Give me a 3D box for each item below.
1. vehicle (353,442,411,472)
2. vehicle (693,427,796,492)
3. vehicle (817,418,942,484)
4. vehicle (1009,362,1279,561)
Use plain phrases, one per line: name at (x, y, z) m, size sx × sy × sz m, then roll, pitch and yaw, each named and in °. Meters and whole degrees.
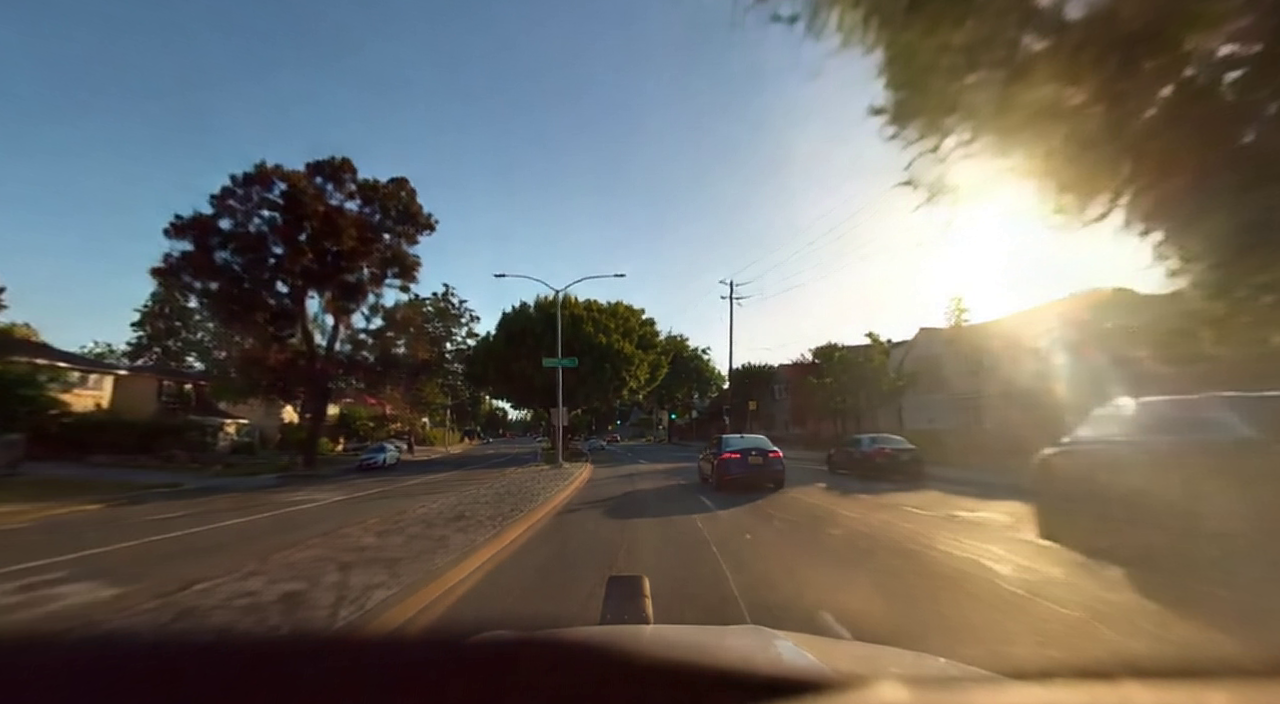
vehicle at (-15.099, 6.151, 37.161) m, size 1.949 × 1.642 × 4.376 m, roll 0°, pitch -8°, yaw -6°
vehicle at (2.640, 2.844, 17.005) m, size 1.960 × 1.479 × 4.086 m, roll 0°, pitch -8°, yaw -2°
vehicle at (6.648, 2.809, 18.058) m, size 2.008 × 1.614 × 4.369 m, roll -1°, pitch -8°, yaw 3°
vehicle at (7.039, 1.275, 7.663) m, size 2.065 × 1.861 × 4.704 m, roll 0°, pitch -8°, yaw -2°
